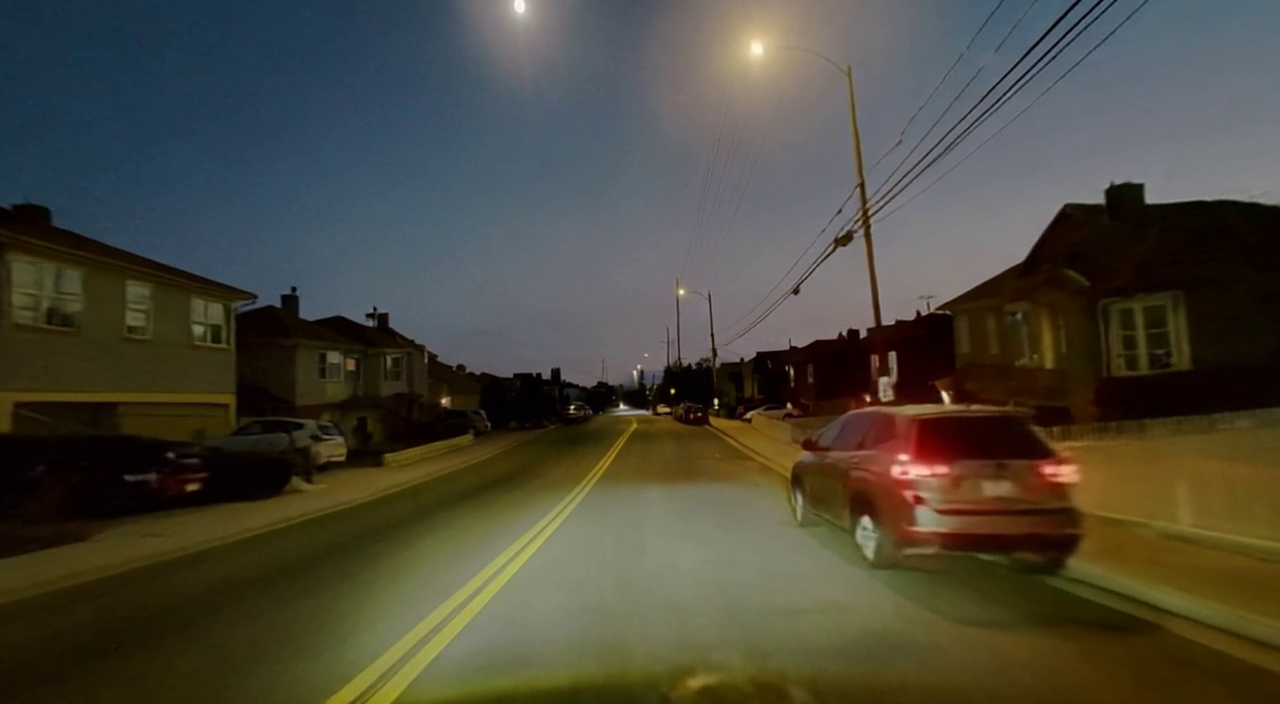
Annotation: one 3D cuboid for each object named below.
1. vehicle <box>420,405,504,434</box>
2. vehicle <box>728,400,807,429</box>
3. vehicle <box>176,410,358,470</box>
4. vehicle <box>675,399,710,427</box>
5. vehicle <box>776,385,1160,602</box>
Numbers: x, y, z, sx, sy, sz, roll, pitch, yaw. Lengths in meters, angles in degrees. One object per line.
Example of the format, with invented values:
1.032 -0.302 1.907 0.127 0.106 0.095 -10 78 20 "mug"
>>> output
-10.927 4.184 38.832 4.484 1.538 1.901 3 -7 4 "vehicle"
8.375 4.175 41.817 4.893 1.642 1.874 -2 -9 5 "vehicle"
-11.785 2.810 20.119 4.525 1.797 2.024 -1 -8 4 "vehicle"
3.874 4.567 47.391 2.277 1.917 5.495 0 -5 1 "vehicle"
3.342 1.487 7.869 2.211 1.860 4.813 0 -7 0 "vehicle"
